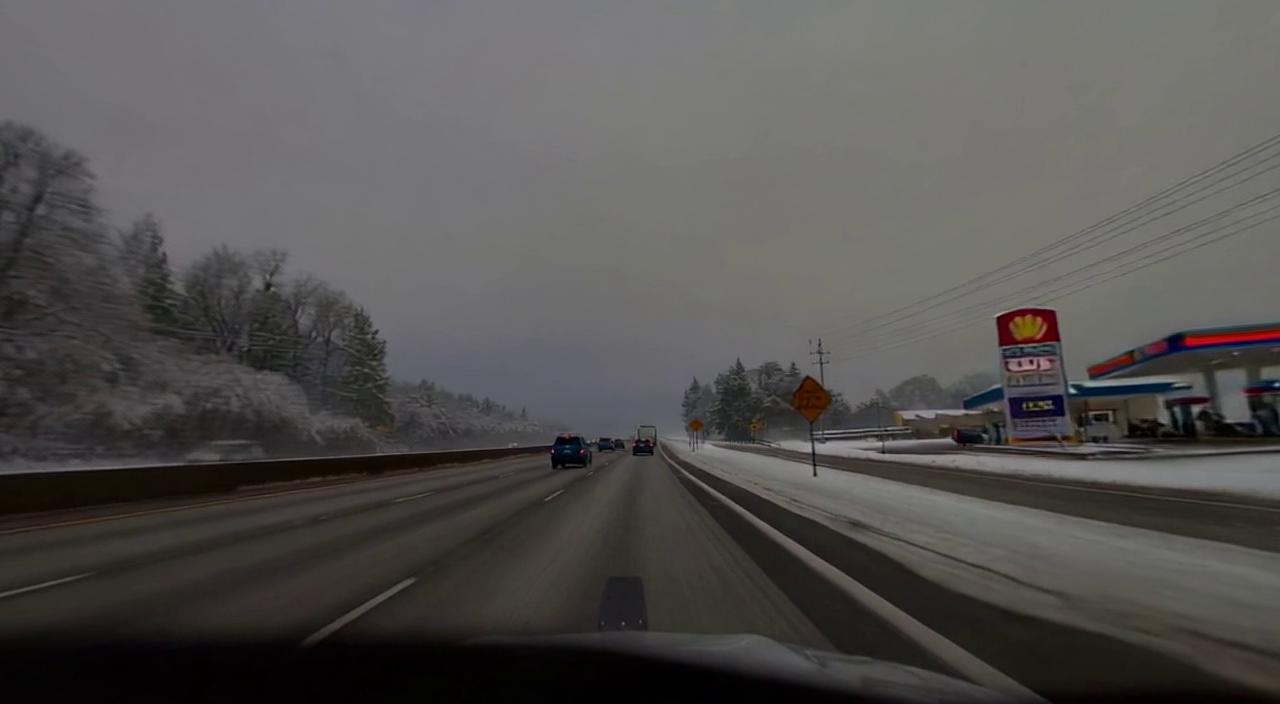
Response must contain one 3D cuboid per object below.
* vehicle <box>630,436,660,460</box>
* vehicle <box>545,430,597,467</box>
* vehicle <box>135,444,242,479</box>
[{"bbox_3d":[0.301,6.579,43.343,1.982,1.524,3.800,0,-8,-1],"label":"vehicle"},{"bbox_3d":[-3.771,5.383,35.266,2.273,1.884,4.515,0,-8,1],"label":"vehicle"},{"bbox_3d":[-20.377,4.933,28.707,1.849,1.481,4.051,0,-8,0],"label":"vehicle"}]
